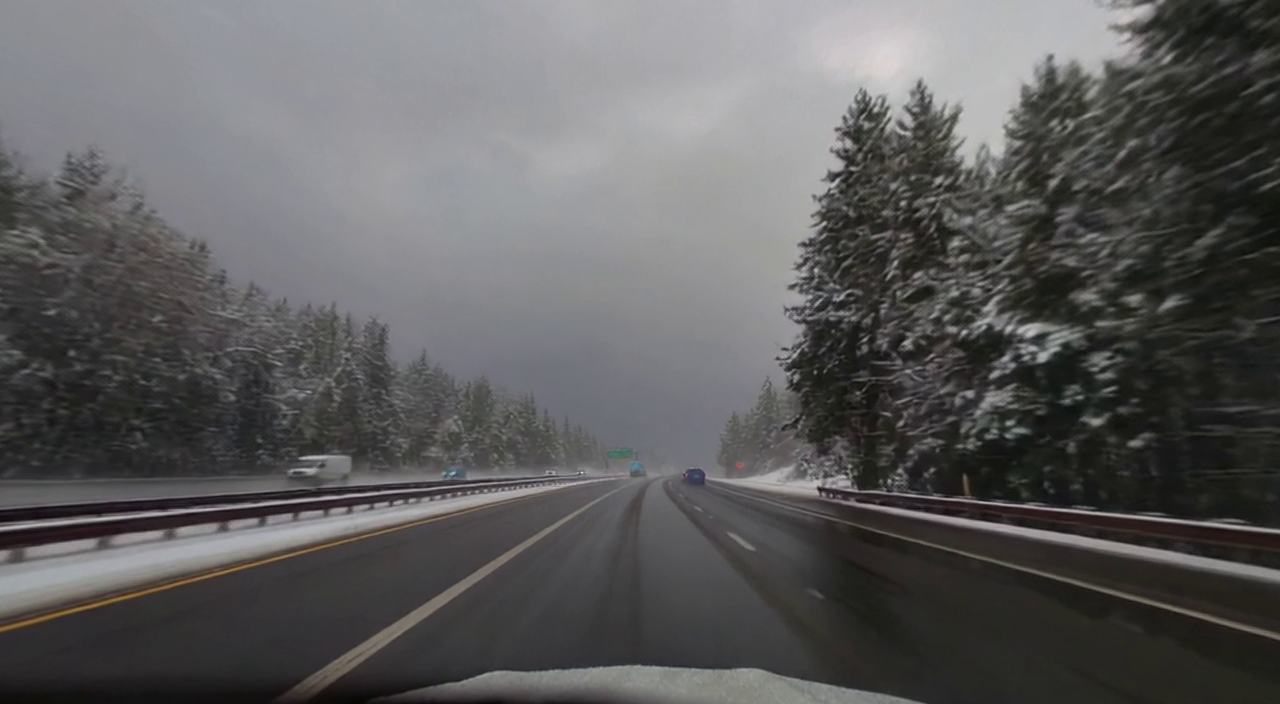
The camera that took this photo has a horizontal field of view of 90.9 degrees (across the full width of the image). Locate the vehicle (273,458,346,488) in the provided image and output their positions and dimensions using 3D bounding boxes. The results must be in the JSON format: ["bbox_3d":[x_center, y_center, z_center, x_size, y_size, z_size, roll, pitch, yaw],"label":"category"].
[{"bbox_3d":[-20.557,7.574,39.413,2.184,1.702,4.283,1,-11,1],"label":"vehicle"}]
